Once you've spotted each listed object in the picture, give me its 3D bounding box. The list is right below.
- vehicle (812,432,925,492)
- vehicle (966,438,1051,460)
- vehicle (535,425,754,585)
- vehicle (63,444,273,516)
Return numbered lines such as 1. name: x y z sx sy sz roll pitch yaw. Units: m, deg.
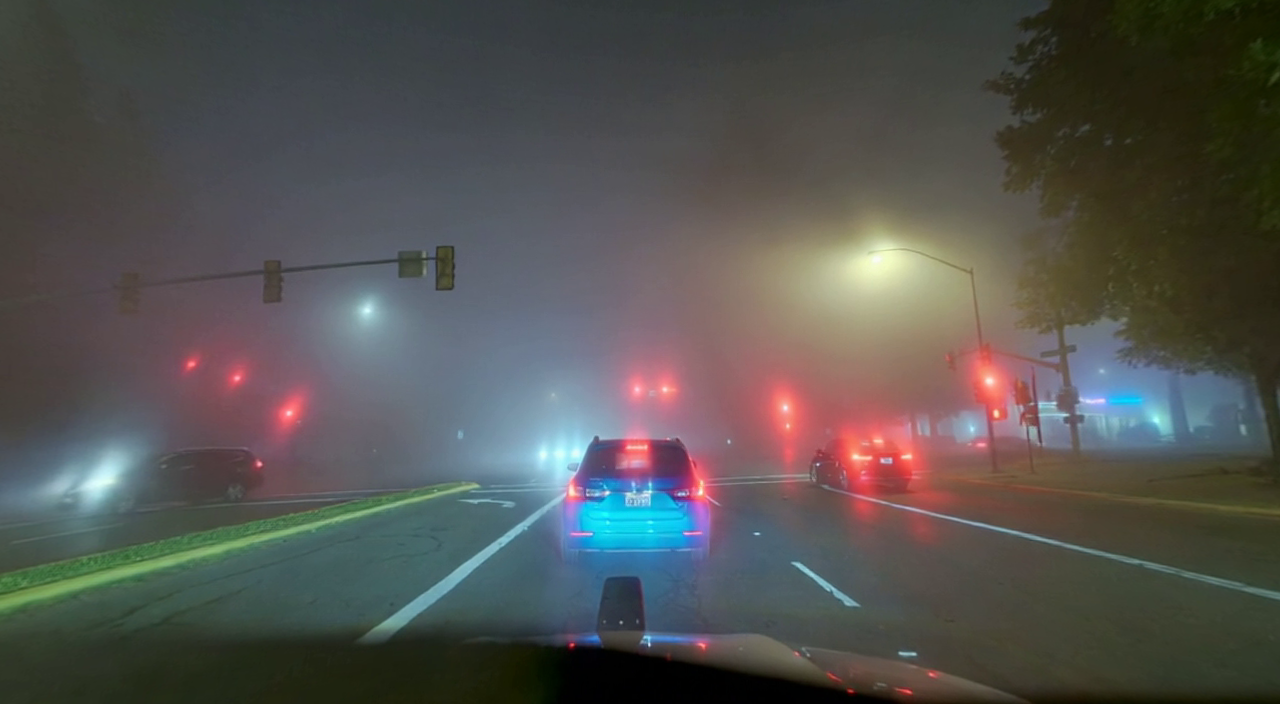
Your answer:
1. vehicle: 7.061 3.434 20.072 2.039 1.692 4.319 0 -8 1
2. vehicle: 25.503 6.720 43.829 4.563 1.454 2.056 0 -8 -2
3. vehicle: -0.017 1.764 8.149 2.070 1.488 4.206 0 -8 -2
4. vehicle: -12.740 3.431 17.565 2.097 1.710 4.649 -1 -9 3
